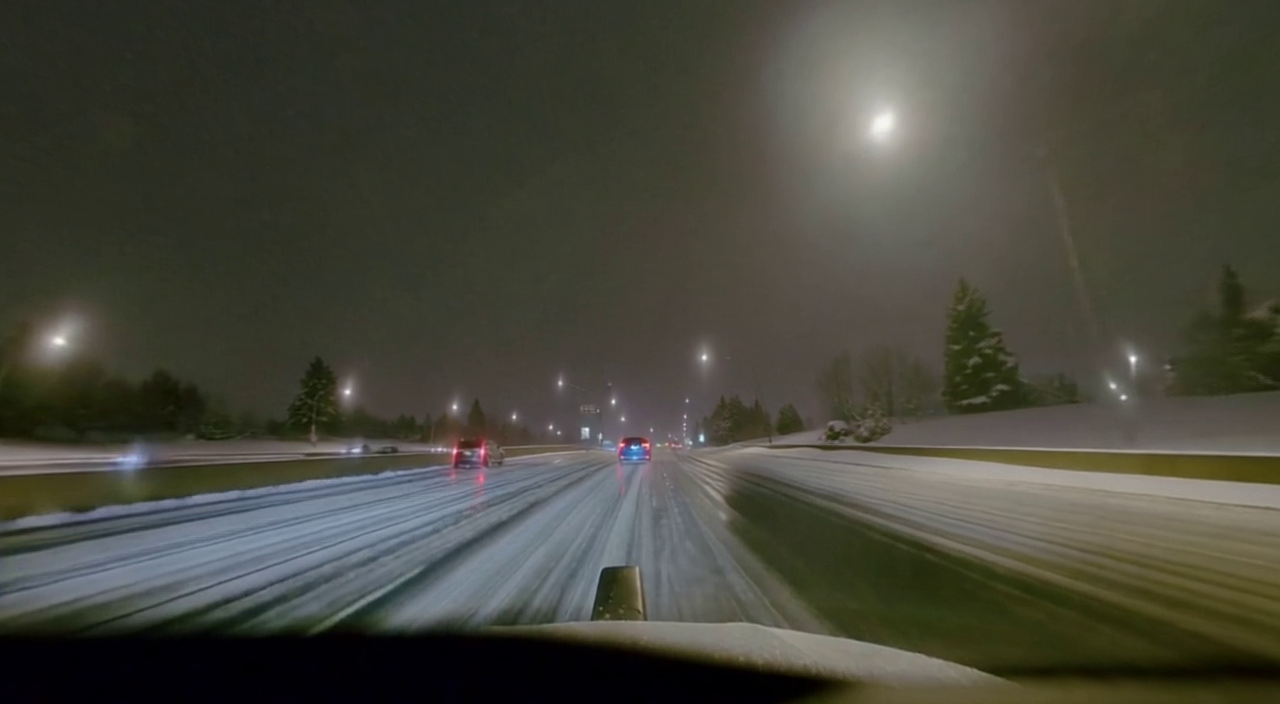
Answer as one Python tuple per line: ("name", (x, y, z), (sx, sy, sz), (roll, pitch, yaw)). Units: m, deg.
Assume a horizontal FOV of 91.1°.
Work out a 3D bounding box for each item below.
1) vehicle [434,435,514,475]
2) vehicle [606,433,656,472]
("vehicle", (-6.925, 4.353, 26.680), (1.994, 1.519, 4.668), (0, -9, 2))
("vehicle", (-0.337, 4.715, 29.595), (2.155, 1.690, 4.318), (0, -8, 1))
